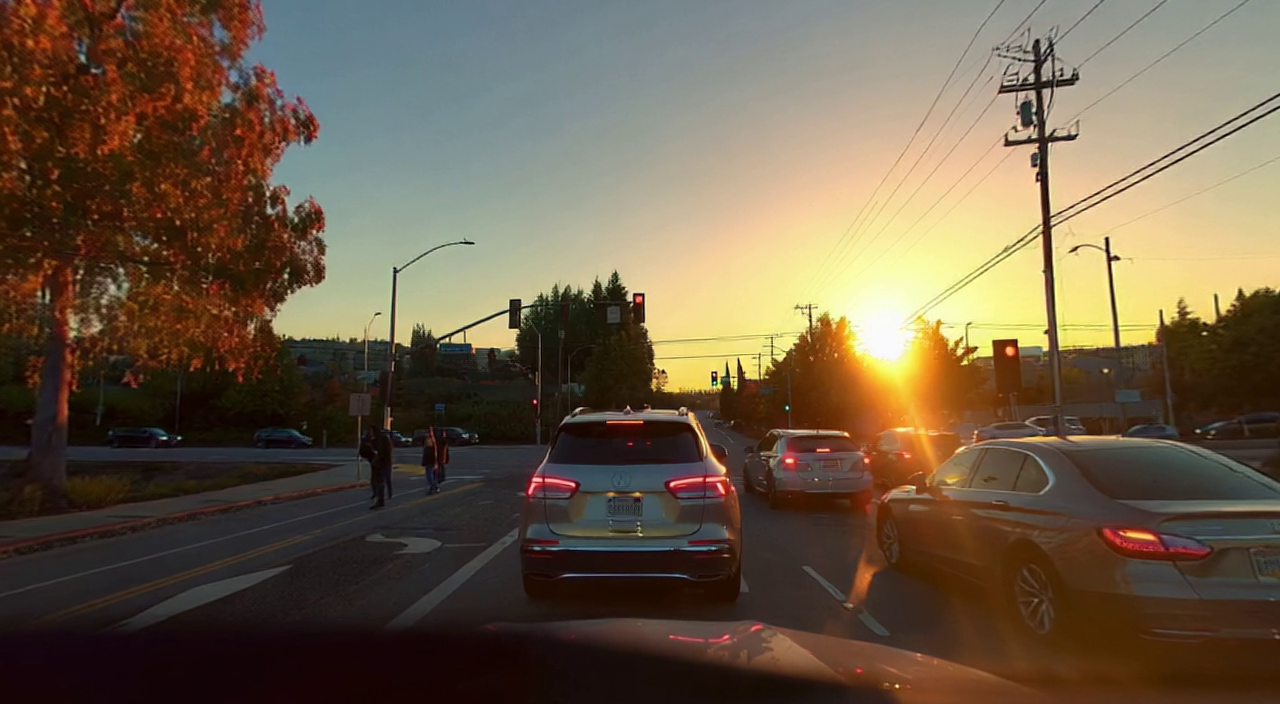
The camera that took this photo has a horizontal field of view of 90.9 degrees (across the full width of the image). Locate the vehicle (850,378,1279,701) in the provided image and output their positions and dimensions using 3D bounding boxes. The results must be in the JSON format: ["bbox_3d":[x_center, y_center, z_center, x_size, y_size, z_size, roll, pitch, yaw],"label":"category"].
[{"bbox_3d":[3.556,1.295,5.569,1.948,1.677,4.437,0,-8,1],"label":"vehicle"}]

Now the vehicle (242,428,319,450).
[{"bbox_3d":[-26.836,6.528,47.227,4.587,1.639,1.878,0,-8,1],"label":"vehicle"}]

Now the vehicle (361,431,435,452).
[{"bbox_3d":[-17.744,6.559,46.375,4.607,1.478,1.995,0,-8,0],"label":"vehicle"}]

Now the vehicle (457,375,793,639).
[{"bbox_3d":[-0.150,1.370,6.592,2.271,1.786,4.443,0,-8,-1],"label":"vehicle"}]
